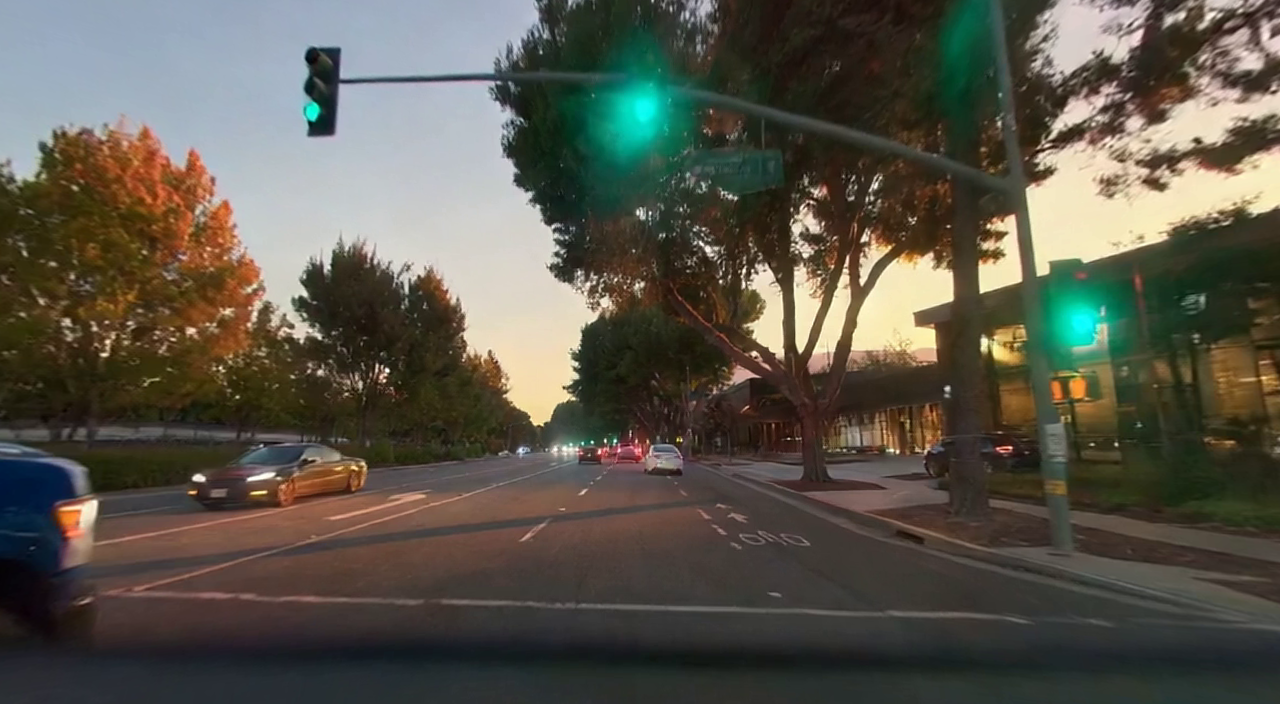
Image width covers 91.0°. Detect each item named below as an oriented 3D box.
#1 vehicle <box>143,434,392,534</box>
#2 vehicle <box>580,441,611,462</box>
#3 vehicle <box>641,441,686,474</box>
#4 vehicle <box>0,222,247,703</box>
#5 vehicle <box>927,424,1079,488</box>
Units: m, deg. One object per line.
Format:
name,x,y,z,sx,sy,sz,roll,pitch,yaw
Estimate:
vehicle,-6.570,2.357,11.853,1.959,1.515,4.350,0,-9,1
vehicle,-3.204,7.310,46.421,2.018,1.458,4.350,0,-9,-1
vehicle,1.105,5.290,31.823,2.142,1.528,4.133,0,-9,0
vehicle,-3.258,0.343,0.140,2.512,1.992,5.725,0,-9,2
vehicle,12.123,3.526,21.559,2.131,1.909,4.927,0,-9,-2
